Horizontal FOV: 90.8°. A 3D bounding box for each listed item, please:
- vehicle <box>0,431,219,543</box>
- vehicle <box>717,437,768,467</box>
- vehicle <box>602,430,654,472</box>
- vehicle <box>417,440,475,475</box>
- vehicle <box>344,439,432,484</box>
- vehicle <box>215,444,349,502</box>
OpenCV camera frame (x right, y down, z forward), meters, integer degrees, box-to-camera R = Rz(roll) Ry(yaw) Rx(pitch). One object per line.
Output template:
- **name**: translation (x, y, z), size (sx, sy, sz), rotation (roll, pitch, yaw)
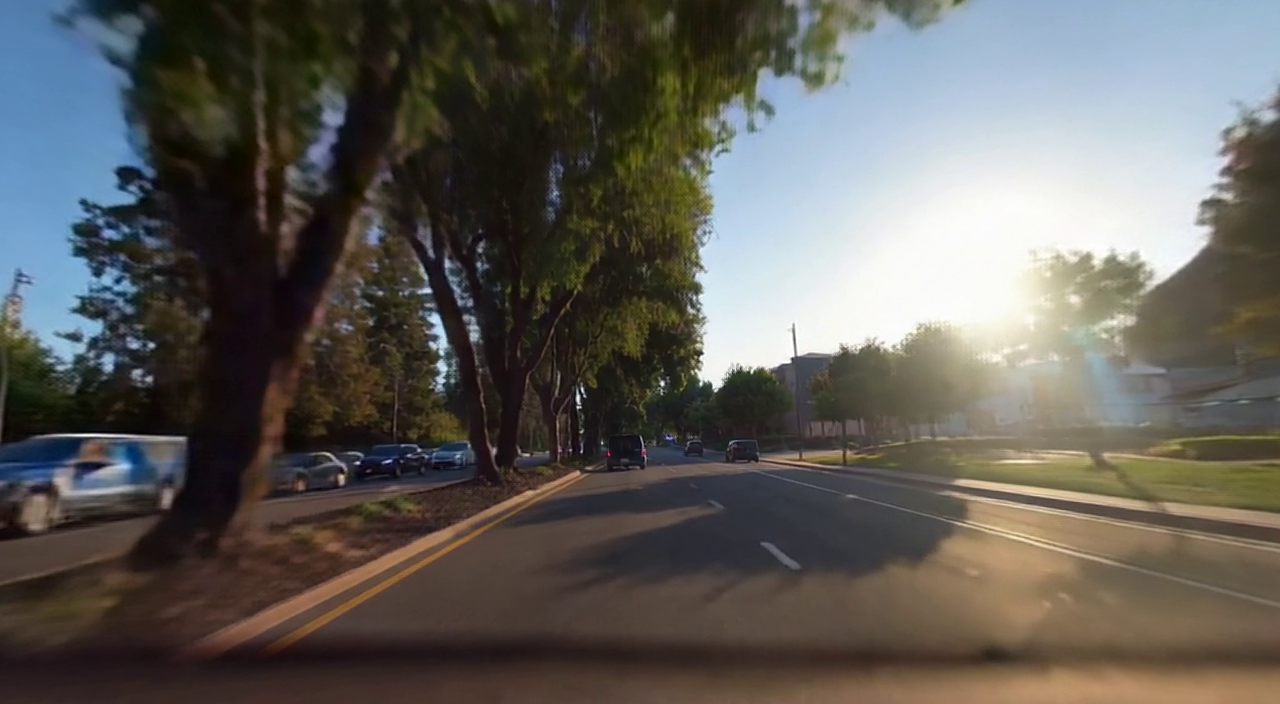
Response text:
- **vehicle**: translation (-11.083, 2.541, 12.661), size (2.093, 1.816, 4.559), rotation (0, -8, 0)
- **vehicle**: translation (6.570, 6.460, 41.083), size (2.364, 1.781, 4.854), rotation (1, -8, -1)
- **vehicle**: translation (-0.584, 5.049, 32.241), size (2.411, 1.937, 5.186), rotation (0, -8, 0)
- **vehicle**: translation (-11.550, 6.271, 37.943), size (2.082, 1.824, 4.840), rotation (-2, -7, -1)
- **vehicle**: translation (-11.392, 4.960, 28.991), size (2.042, 1.822, 4.913), rotation (0, -8, -1)
- **vehicle**: translation (-11.448, 3.840, 20.618), size (1.899, 1.607, 4.297), rotation (-1, -8, -1)
